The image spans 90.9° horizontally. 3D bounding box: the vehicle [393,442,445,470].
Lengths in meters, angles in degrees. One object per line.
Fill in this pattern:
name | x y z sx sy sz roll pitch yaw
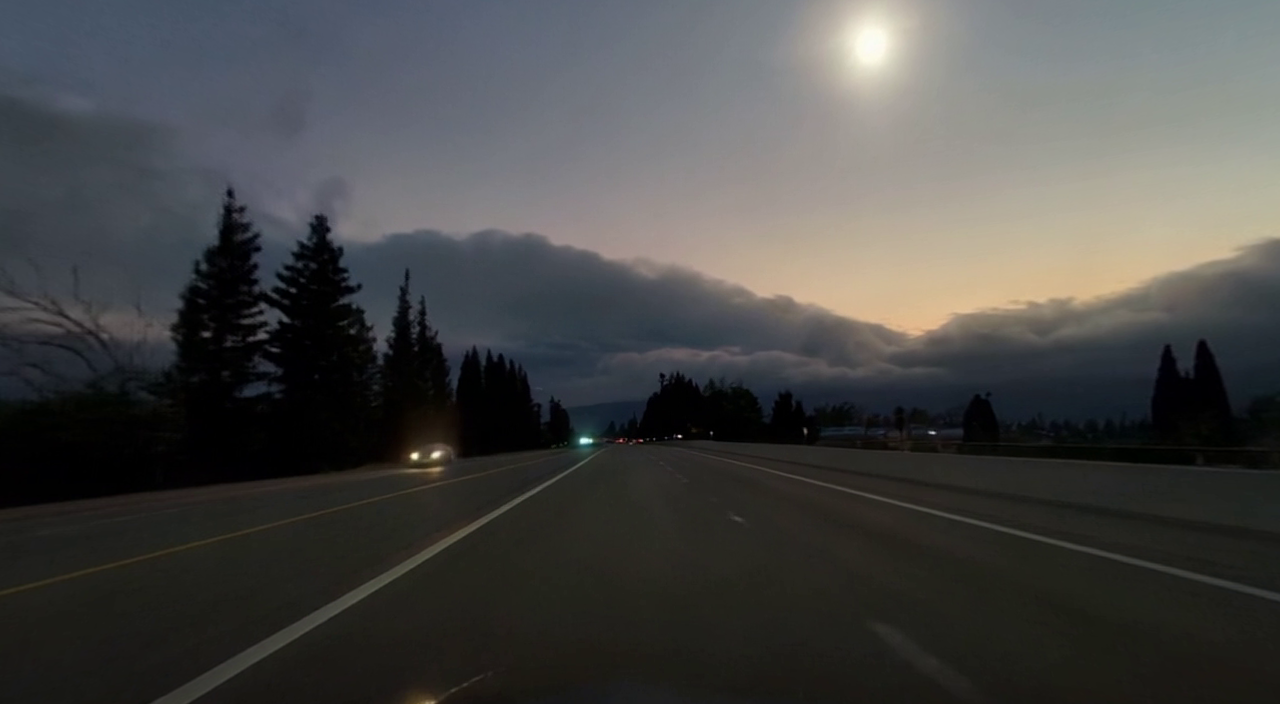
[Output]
vehicle | -13.140 6.207 37.727 1.818 1.495 3.894 -2 -8 -1
